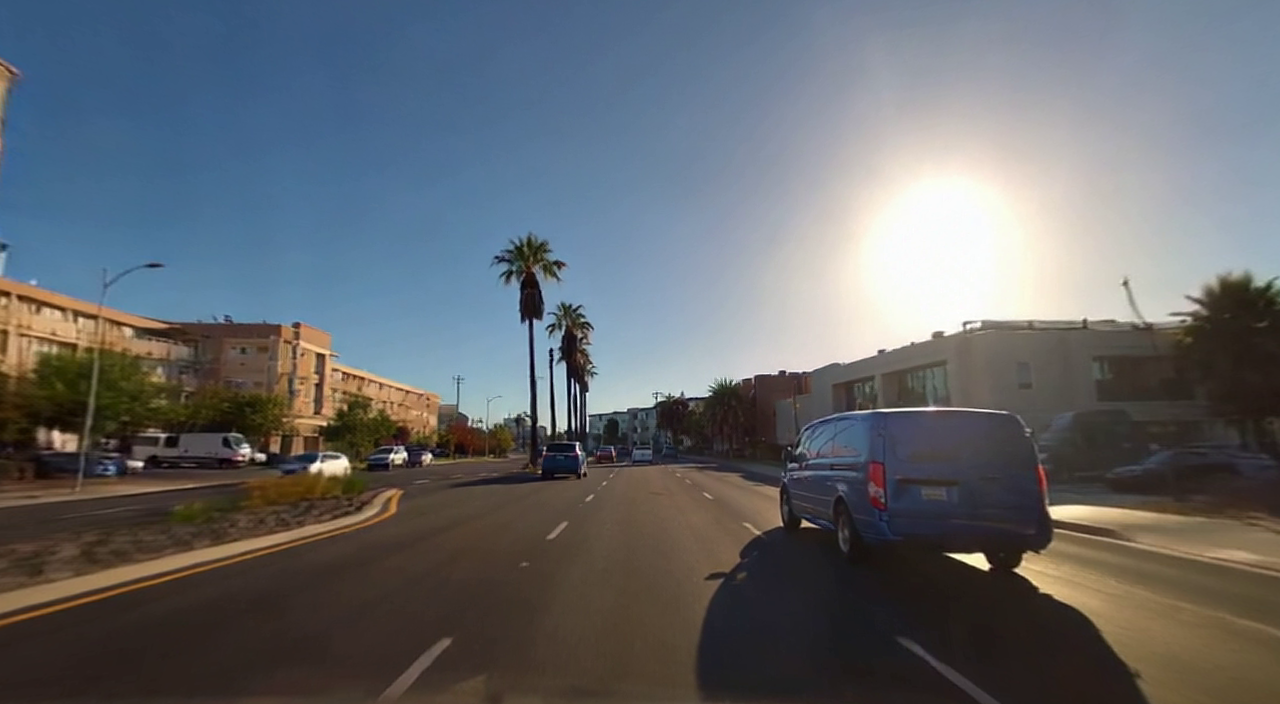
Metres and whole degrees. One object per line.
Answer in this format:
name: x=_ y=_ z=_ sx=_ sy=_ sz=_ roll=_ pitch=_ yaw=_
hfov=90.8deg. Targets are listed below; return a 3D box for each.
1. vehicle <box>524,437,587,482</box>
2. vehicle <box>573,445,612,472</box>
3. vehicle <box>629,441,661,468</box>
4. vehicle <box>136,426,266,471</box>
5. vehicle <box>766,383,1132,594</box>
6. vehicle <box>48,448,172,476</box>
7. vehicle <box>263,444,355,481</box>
vehicle: x=-3.413 y=4.433 z=26.330 sx=1.967 sy=1.703 sz=4.157 roll=0 pitch=-9 yaw=1
vehicle: x=-2.715 y=6.176 z=36.935 sx=1.869 sy=1.454 sz=4.142 roll=0 pitch=-9 yaw=1
vehicle: x=0.301 y=7.288 z=45.056 sx=2.191 sy=1.761 sz=3.857 roll=0 pitch=-9 yaw=0
vehicle: x=-29.848 y=6.562 z=43.172 sx=6.775 sy=2.936 sz=2.546 roll=0 pitch=-9 yaw=-1
vehicle: x=3.324 y=1.609 z=8.279 sx=2.234 sy=1.912 sz=4.847 roll=0 pitch=-9 yaw=-1
vehicle: x=-29.297 y=6.064 z=35.063 sx=4.876 sy=1.487 sz=1.993 roll=1 pitch=-9 yaw=-4
vehicle: x=-16.940 y=5.667 z=32.659 sx=2.039 sy=1.729 sz=4.766 roll=0 pitch=-9 yaw=2
